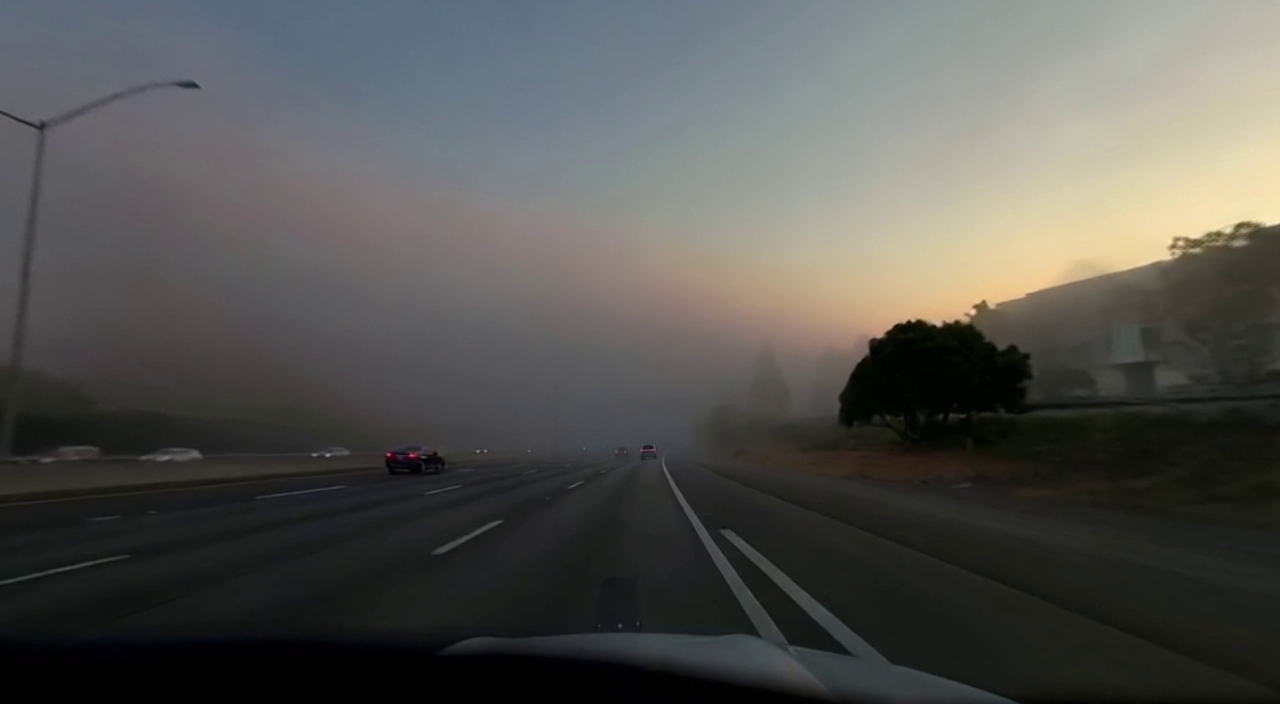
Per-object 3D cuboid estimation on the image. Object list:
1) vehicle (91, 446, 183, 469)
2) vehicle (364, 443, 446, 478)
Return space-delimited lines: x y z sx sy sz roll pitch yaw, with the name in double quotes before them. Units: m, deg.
"vehicle" -34.334 7.198 43.285 2.309 1.451 4.637 -1 -9 4
"vehicle" -10.535 4.875 28.741 1.914 1.440 4.467 0 -8 1
